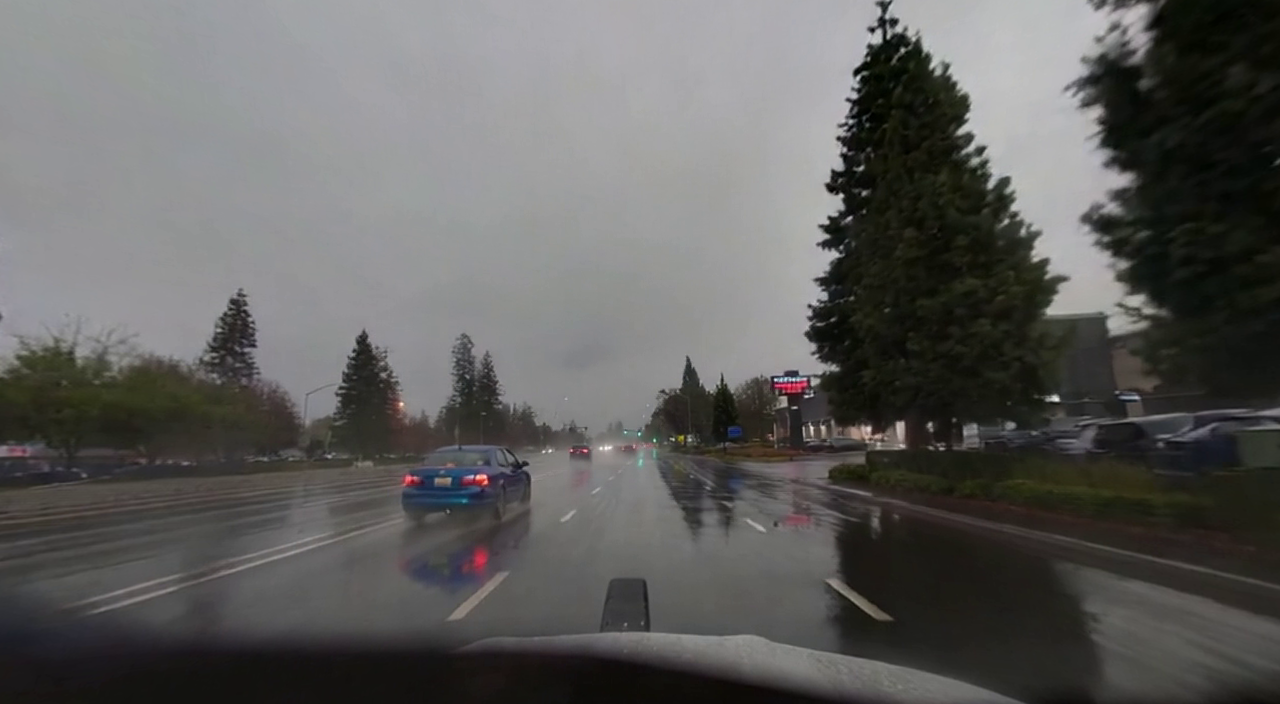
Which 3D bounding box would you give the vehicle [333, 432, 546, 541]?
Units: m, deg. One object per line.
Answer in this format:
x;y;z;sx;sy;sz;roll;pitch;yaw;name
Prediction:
-3.098;2.180;10.940;2.152;1.479;4.394;0;-8;2;vehicle
